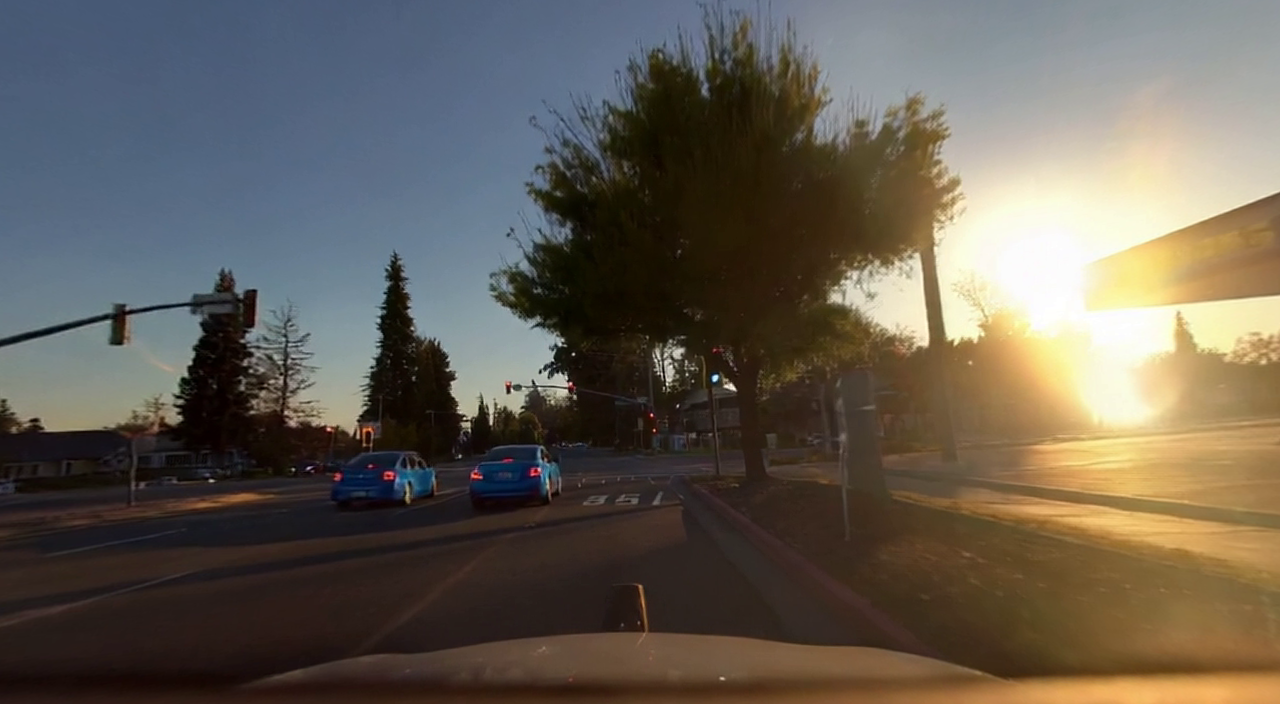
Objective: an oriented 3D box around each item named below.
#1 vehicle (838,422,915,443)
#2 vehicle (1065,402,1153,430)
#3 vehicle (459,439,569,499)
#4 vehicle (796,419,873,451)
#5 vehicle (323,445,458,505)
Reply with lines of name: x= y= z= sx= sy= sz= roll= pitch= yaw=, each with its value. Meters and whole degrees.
vehicle: x=16.985 y=5.819 z=45.432 sx=4.712 sy=1.466 sz=1.962 roll=0 pitch=-9 yaw=-1
vehicle: x=33.849 y=4.644 z=45.690 sx=4.630 sy=1.824 sz=2.031 roll=0 pitch=-9 yaw=-1
vehicle: x=-3.358 y=3.262 z=17.938 sx=2.054 sy=1.449 sz=4.772 roll=0 pitch=-9 yaw=1
vehicle: x=12.941 y=5.559 z=42.213 sx=4.428 sy=1.501 sz=1.884 roll=-7 pitch=-9 yaw=-2
vehicle: x=-6.696 y=3.348 z=17.538 sx=1.966 sy=1.439 sz=4.161 roll=0 pitch=-9 yaw=2
